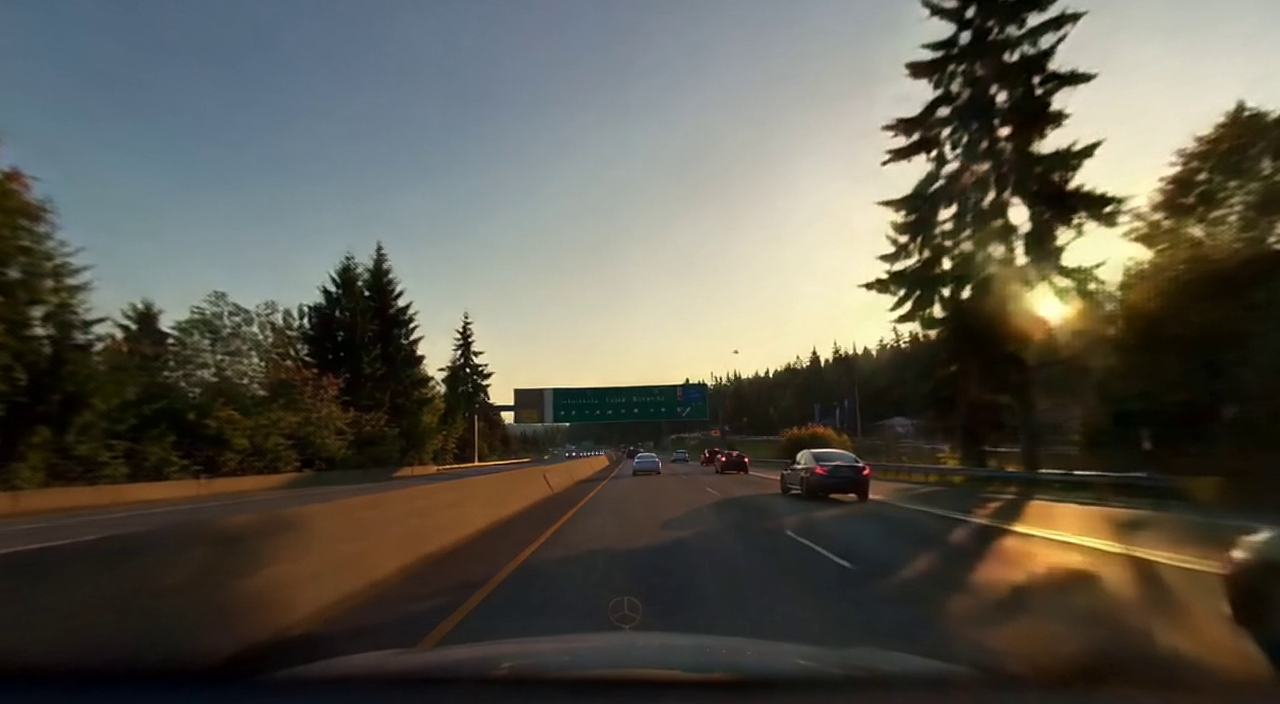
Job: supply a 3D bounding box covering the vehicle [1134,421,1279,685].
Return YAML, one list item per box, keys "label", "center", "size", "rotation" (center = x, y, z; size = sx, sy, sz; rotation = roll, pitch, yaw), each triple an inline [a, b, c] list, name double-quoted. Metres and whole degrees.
- label: "vehicle"
  center: [4.552, 0.902, 2.147]
  size: [2.007, 1.451, 4.587]
  rotation: [0, -9, 0]

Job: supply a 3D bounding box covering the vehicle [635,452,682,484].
- label: "vehicle"
  center: [0.807, 5.304, 29.058]
  size: [2.012, 1.320, 3.777]
  rotation: [0, -9, 1]

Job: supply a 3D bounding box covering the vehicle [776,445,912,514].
- label: "vehicle"
  center: [4.867, 3.095, 15.837]
  size: [1.827, 1.462, 4.697]
  rotation: [0, -9, 0]

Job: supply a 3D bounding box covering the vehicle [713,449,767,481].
- label: "vehicle"
  center: [4.842, 5.543, 31.155]
  size: [1.952, 1.495, 3.740]
  rotation: [0, -9, -2]
